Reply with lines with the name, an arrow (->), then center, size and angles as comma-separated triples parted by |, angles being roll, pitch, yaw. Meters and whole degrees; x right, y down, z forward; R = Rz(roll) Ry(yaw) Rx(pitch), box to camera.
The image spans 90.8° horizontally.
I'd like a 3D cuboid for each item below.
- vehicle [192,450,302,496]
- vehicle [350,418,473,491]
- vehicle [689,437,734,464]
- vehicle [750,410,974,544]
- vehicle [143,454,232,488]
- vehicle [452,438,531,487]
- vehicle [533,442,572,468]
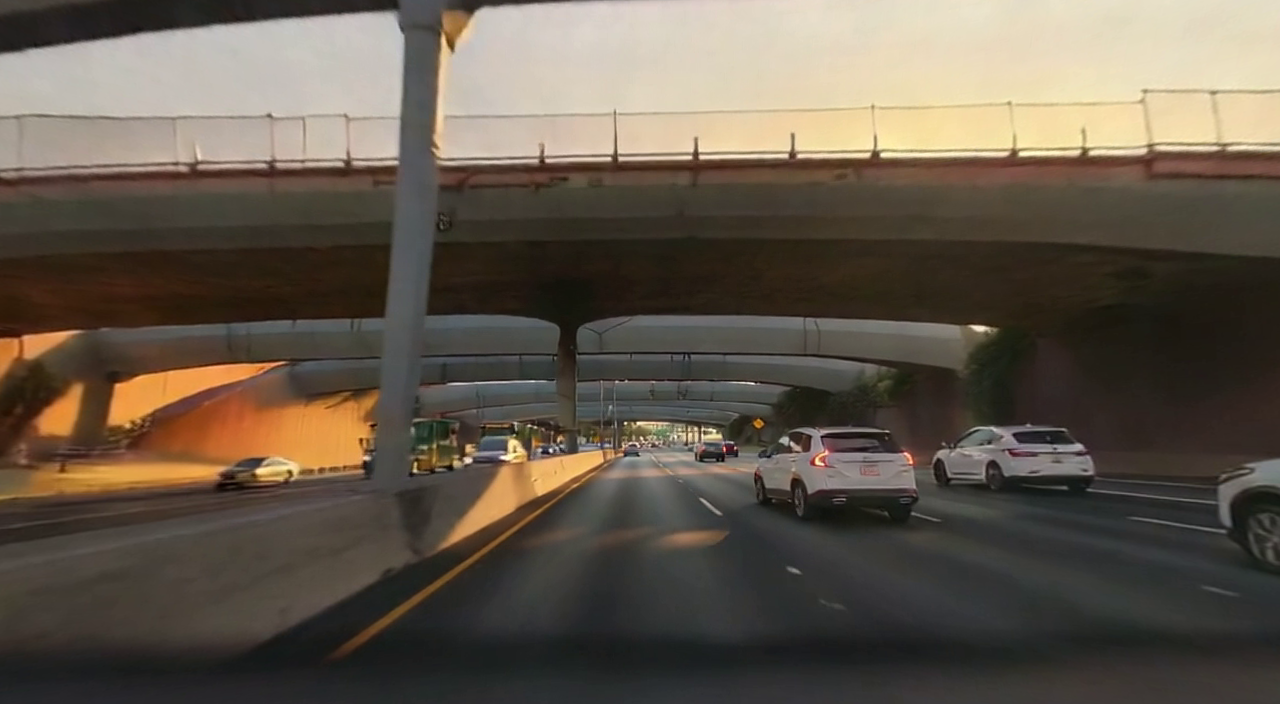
vehicle -> -16.838, 5.162, 27.395 | 1.963, 1.786, 4.373 | 0, -8, -1
vehicle -> -9.487, 4.348, 27.118 | 2.786, 2.696, 6.461 | 0, -9, 0
vehicle -> 5.387, 7.540, 48.518 | 2.434, 1.869, 5.553 | 0, -9, -3
vehicle -> 3.240, 1.934, 10.365 | 2.059, 1.711, 4.302 | 0, -9, -1
vehicle -> -27.565, 7.221, 38.708 | 2.089, 1.915, 4.627 | 0, -9, -2
vehicle -> -5.638, 4.246, 24.598 | 2.037, 1.700, 4.417 | 0, -9, -1
vehicle -> -6.063, 7.210, 44.463 | 2.126, 1.715, 4.619 | 0, -8, 0
